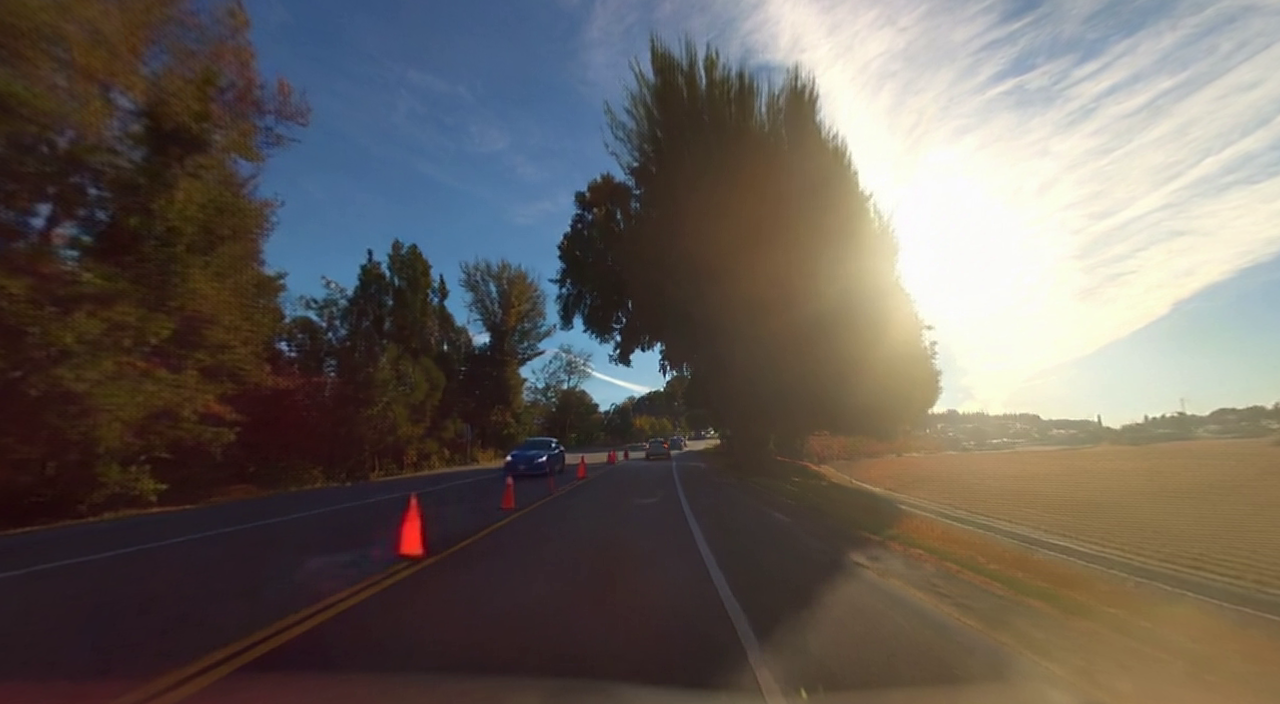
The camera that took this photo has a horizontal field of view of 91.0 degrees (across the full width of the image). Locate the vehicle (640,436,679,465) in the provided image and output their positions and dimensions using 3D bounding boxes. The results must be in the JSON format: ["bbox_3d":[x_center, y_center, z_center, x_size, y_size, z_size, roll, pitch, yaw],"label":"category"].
[{"bbox_3d":[1.140,5.463,35.020,2.042,1.489,3.963,0,-8,3],"label":"vehicle"}]

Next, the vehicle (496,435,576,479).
[{"bbox_3d":[-3.794,3.923,23.792,2.046,1.451,4.342,0,-8,4],"label":"vehicle"}]
